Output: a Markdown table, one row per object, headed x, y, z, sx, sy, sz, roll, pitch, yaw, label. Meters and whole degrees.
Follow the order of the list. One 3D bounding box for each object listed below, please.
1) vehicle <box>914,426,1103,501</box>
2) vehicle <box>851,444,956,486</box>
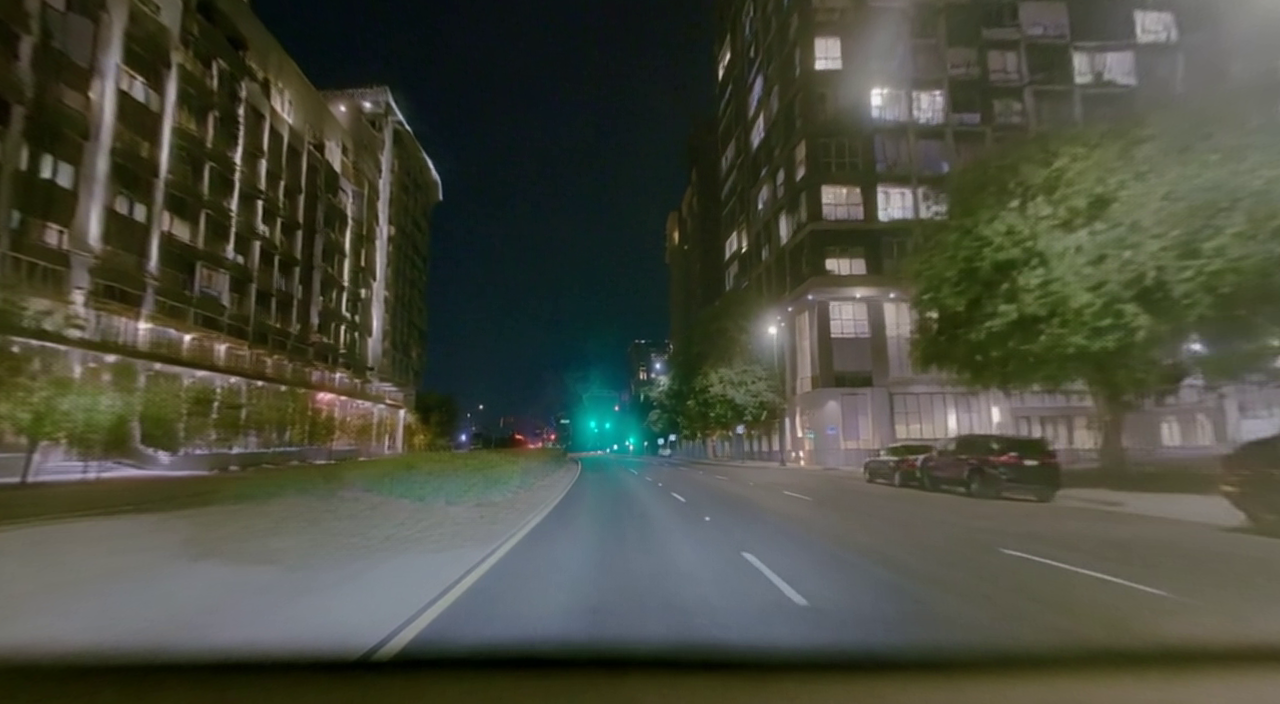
| x | y | z | sx | sy | sz | roll | pitch | yaw | label |
| --- | --- | --- | --- | --- | --- | --- | --- | --- | --- |
| 10.322 | 3.167 | 18.392 | 2.211 | 1.831 | 5.275 | 0 | -9 | -1 | vehicle |
| 10.099 | 4.332 | 24.641 | 1.891 | 1.460 | 4.514 | 0 | -9 | -4 | vehicle |
